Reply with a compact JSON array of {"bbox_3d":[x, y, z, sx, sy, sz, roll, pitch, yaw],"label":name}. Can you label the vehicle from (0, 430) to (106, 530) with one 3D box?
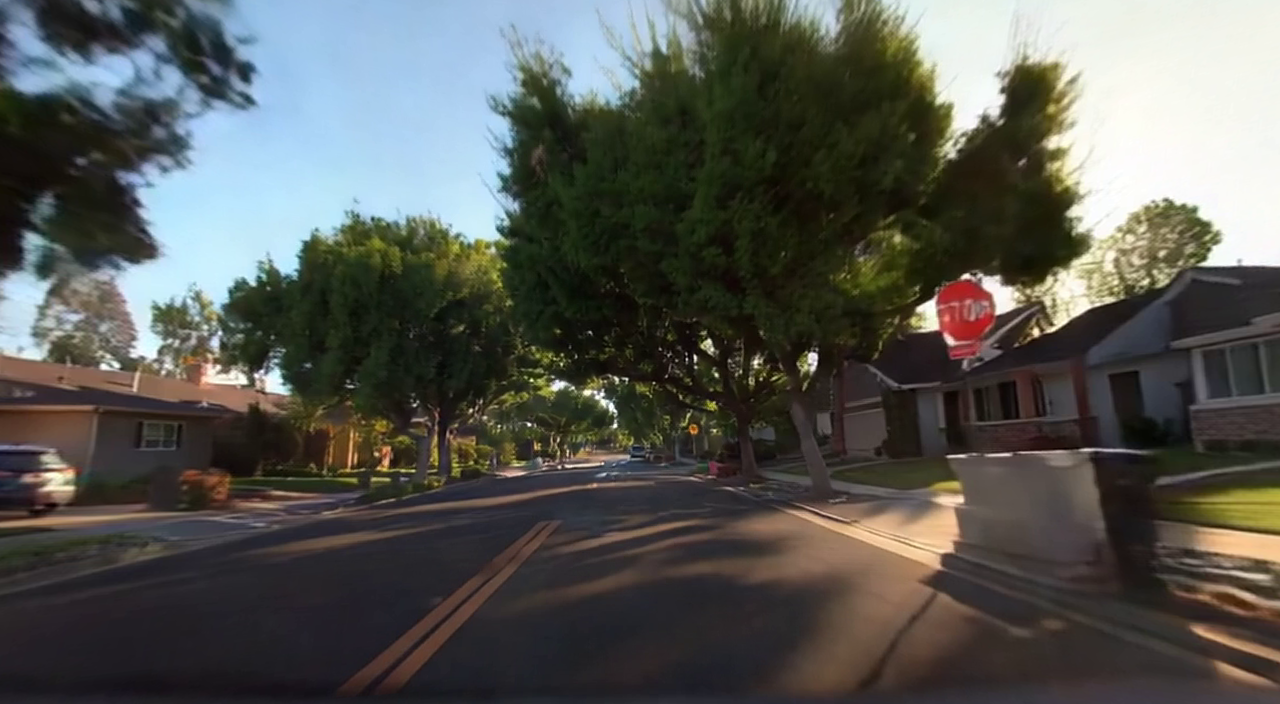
[{"bbox_3d":[-14.358,2.565,12.934,4.809,1.865,2.093,0,-9,-2],"label":"vehicle"}]
